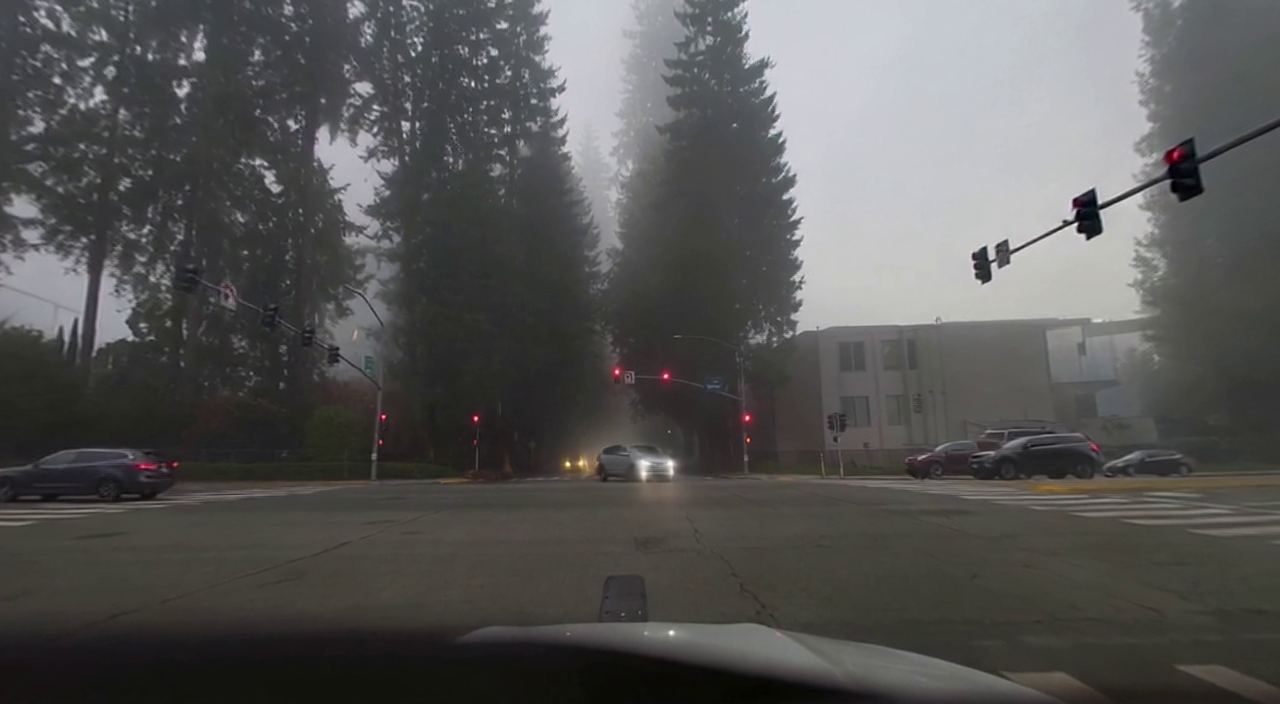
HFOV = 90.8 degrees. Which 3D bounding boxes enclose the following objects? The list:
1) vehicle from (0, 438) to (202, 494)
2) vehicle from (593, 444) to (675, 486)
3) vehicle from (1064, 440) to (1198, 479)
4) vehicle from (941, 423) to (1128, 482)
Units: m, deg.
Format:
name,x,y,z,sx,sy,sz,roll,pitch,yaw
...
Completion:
name,x,y,z,sx,sy,sz,roll,pitch,yaw
vehicle,-18.650,3.968,22.013,4.798,1.763,2.536,0,-10,0
vehicle,-0.396,5.149,29.162,2.162,1.740,4.728,3,-9,-22
vehicle,23.212,5.079,30.027,4.569,1.794,2.088,0,-8,0
vehicle,16.651,4.279,27.007,6.109,2.348,2.683,0,-8,1
